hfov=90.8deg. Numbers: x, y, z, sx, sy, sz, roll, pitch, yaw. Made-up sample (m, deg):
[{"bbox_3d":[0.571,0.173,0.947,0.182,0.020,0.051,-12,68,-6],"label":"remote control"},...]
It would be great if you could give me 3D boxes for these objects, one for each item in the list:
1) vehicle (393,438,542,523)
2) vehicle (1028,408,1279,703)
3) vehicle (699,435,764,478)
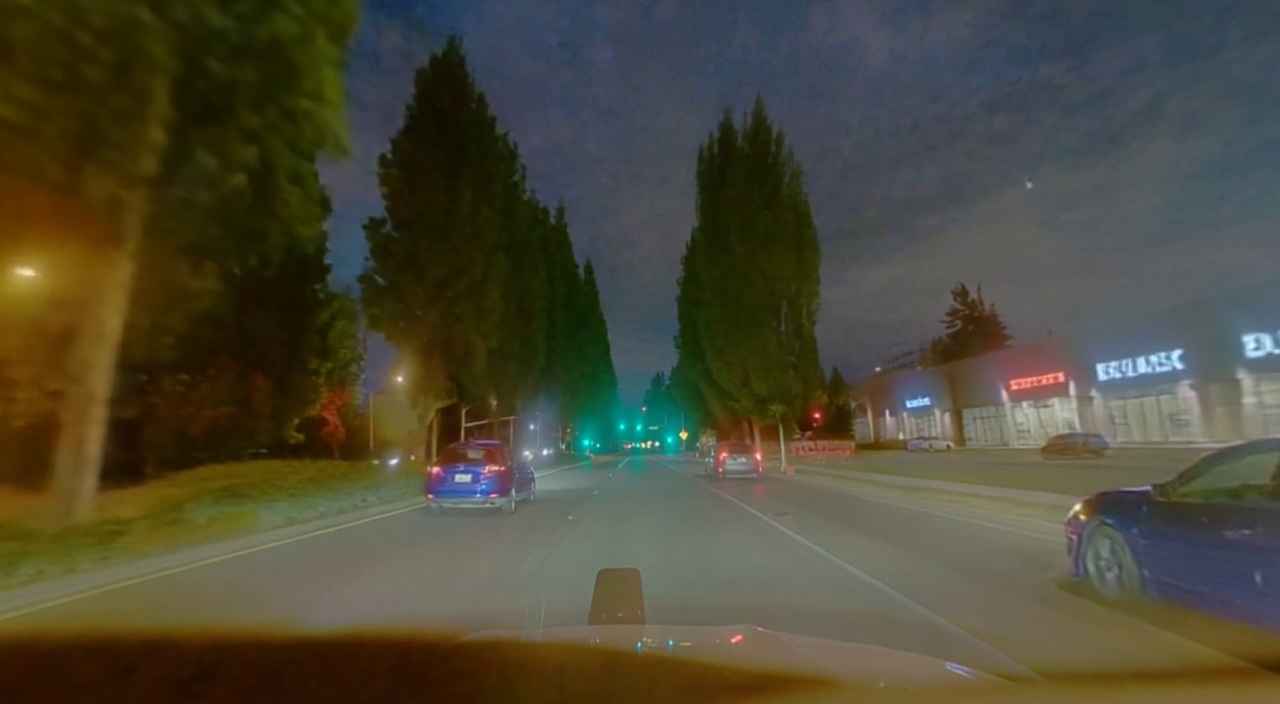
[{"bbox_3d":[-3.373,2.586,13.291,2.020,1.474,4.098,0,-9,-1],"label":"vehicle"},{"bbox_3d":[4.099,1.039,3.193,1.827,1.491,3.743,0,-9,-1],"label":"vehicle"},{"bbox_3d":[4.116,4.802,29.191,2.159,1.793,4.735,0,-9,-1],"label":"vehicle"}]
